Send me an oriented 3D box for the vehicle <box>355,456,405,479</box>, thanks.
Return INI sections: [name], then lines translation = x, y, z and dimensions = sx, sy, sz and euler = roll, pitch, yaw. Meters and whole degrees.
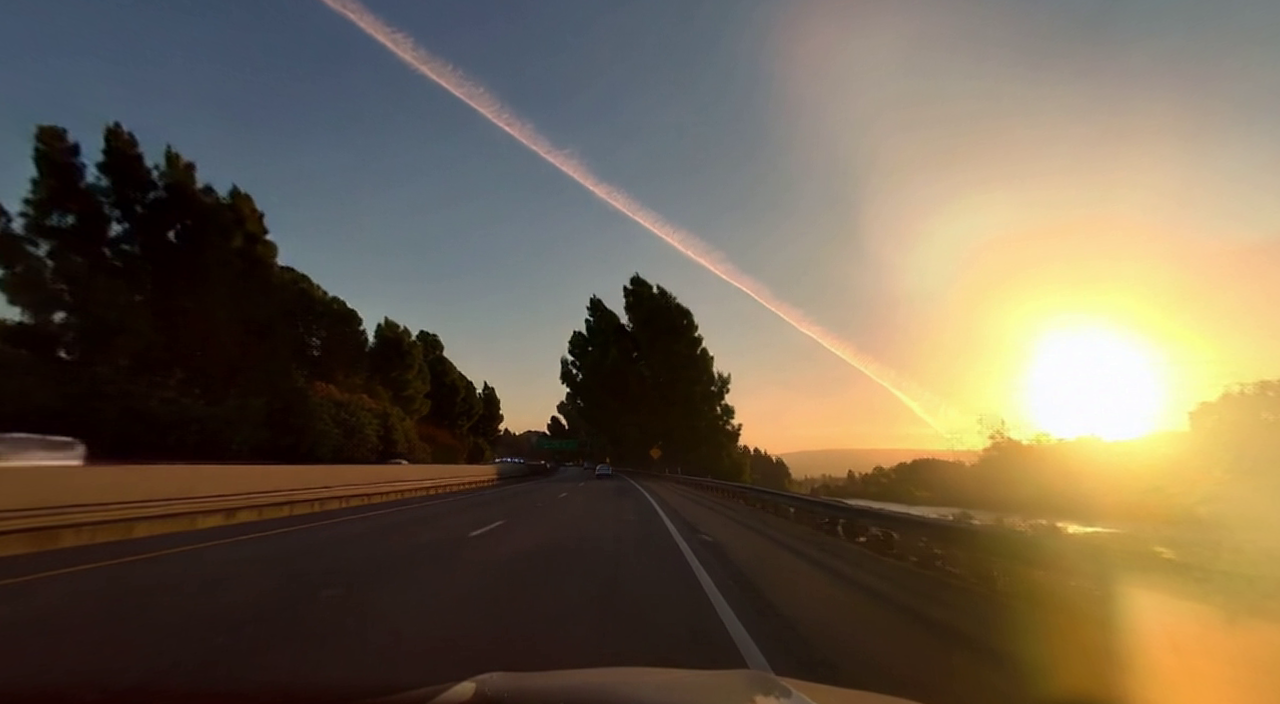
[vehicle]
translation = -18.984, 8.477, 46.232
dimensions = 1.874, 1.601, 4.334
euler = 1, -11, -1
